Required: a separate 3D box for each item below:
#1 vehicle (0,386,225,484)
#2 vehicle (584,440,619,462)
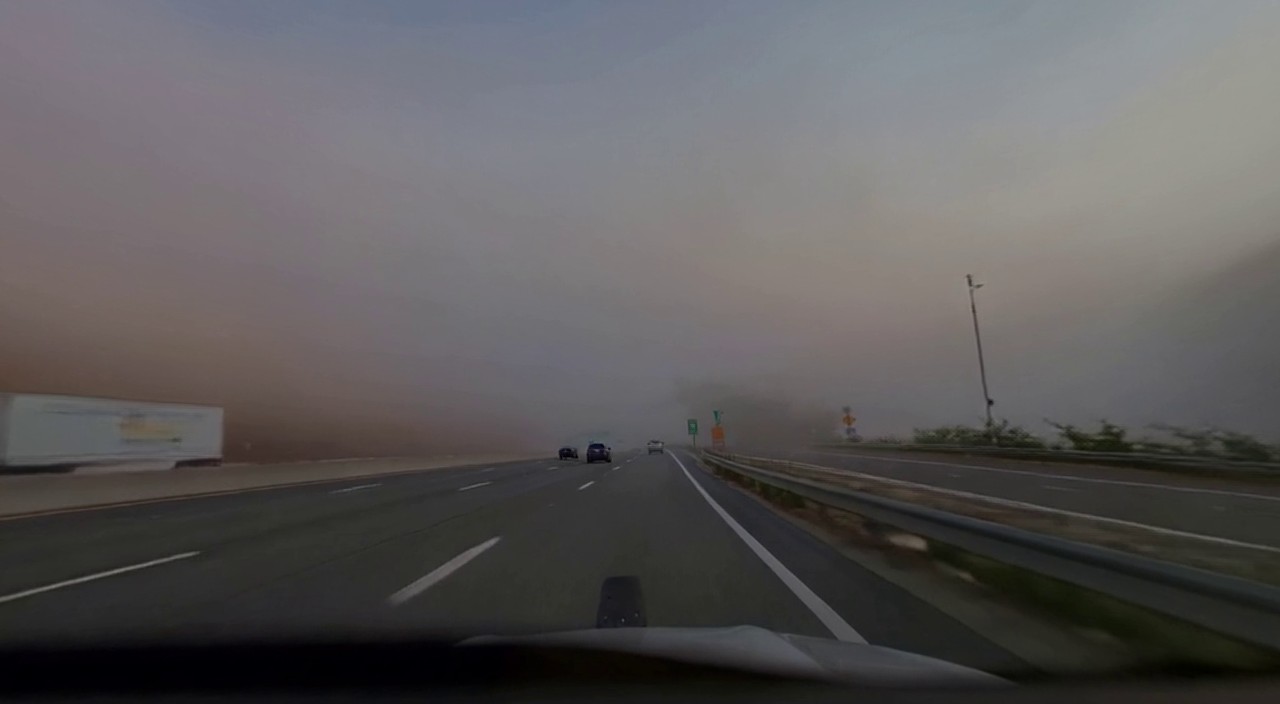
[{"bbox_3d":[-27.118,4.299,32.120,2.800,3.932,13.284,0,-8,1],"label":"vehicle"},{"bbox_3d":[-2.637,6.945,44.348,2.112,1.489,4.266,0,-8,1],"label":"vehicle"}]
